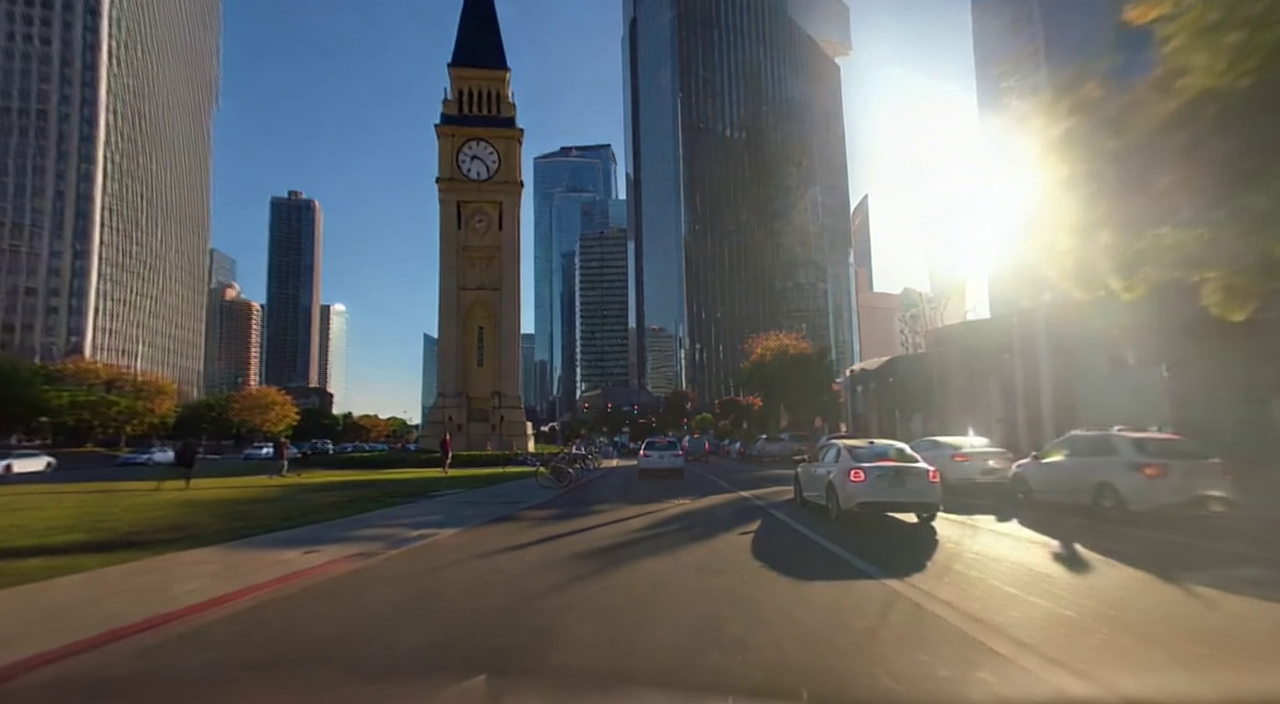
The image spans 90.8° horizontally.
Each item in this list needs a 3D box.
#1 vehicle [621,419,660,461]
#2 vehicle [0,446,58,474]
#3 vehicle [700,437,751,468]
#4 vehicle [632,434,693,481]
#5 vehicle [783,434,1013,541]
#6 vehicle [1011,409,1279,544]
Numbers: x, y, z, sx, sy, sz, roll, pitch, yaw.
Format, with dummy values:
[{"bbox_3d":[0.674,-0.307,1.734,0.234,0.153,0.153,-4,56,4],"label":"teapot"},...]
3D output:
[{"bbox_3d":[-0.054,6.516,46.604,2.400,2.872,6.053,0,-8,-4],"label":"vehicle"},{"bbox_3d":[-41.522,7.108,41.850,2.006,1.732,4.736,1,-8,-10],"label":"vehicle"},{"bbox_3d":[4.743,5.646,35.689,1.981,1.572,4.718,0,-8,-3],"label":"vehicle"},{"bbox_3d":[0.798,3.931,23.721,2.111,1.605,3.832,0,-8,1],"label":"vehicle"},{"bbox_3d":[4.229,2.280,11.425,2.116,1.500,4.702,0,-8,-1],"label":"vehicle"},{"bbox_3d":[9.302,2.161,11.666,2.041,1.941,4.884,0,-8,2],"label":"vehicle"}]
